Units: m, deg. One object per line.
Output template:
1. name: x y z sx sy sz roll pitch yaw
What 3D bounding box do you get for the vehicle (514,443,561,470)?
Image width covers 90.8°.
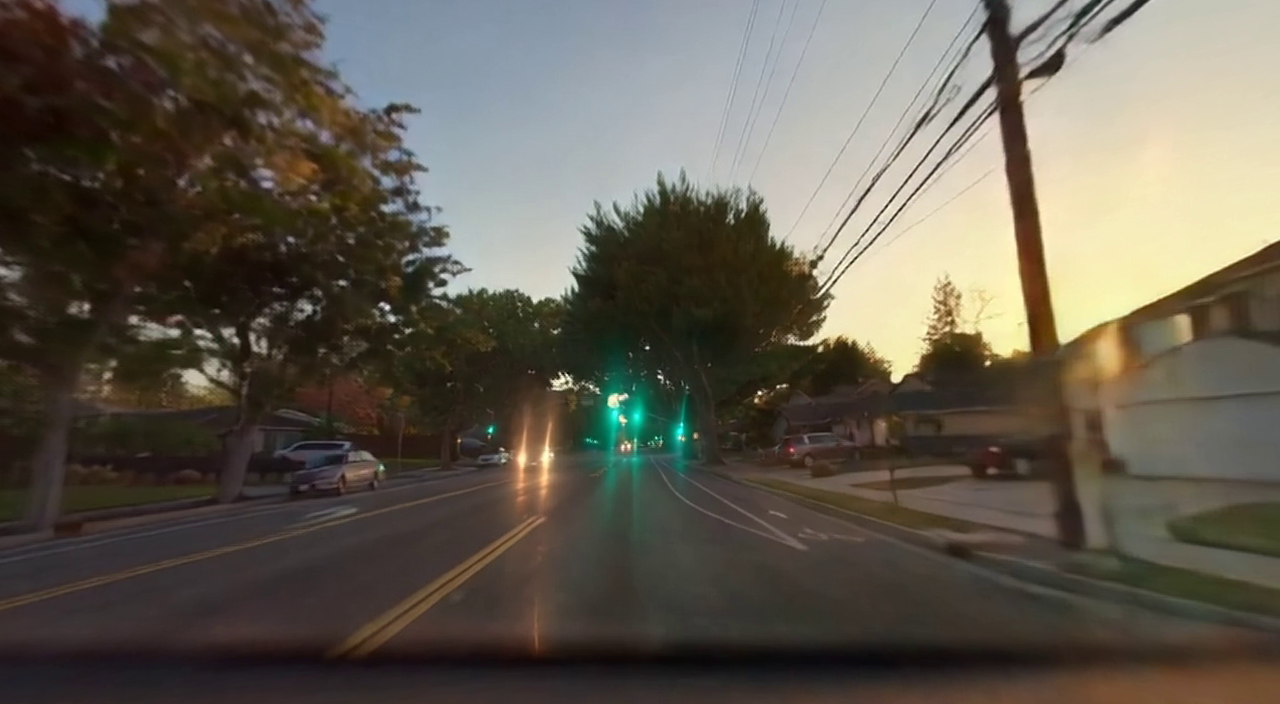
1. vehicle: -6.731 6.879 41.955 2.142 1.611 4.890 -2 -9 2

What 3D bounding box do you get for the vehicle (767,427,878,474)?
1. vehicle: 9.541 5.051 32.922 5.565 2.036 1.907 0 -6 -26

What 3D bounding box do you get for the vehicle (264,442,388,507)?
1. vehicle: -11.412 4.421 23.418 2.024 1.795 5.054 -9 -8 -3
